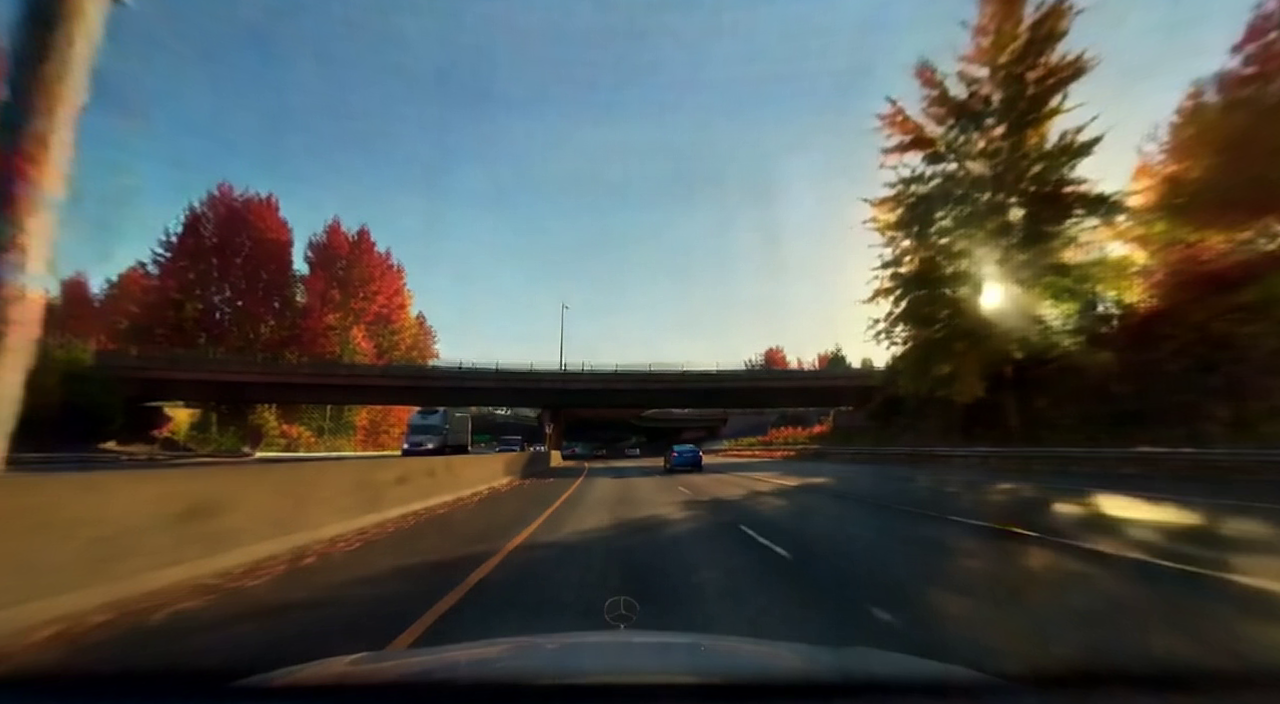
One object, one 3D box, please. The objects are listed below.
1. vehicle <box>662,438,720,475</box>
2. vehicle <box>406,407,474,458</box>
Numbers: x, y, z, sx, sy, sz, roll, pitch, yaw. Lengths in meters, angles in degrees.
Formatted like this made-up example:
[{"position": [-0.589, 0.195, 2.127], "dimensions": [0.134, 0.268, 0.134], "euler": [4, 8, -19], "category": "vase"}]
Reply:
[{"position": [2.401, 5.138, 30.921], "dimensions": [2.337, 1.633, 4.222], "euler": [0, -9, -2], "category": "vehicle"}, {"position": [-15.479, 6.442, 49.317], "dimensions": [2.932, 3.621, 8.904], "euler": [0, -9, -4], "category": "vehicle"}]
